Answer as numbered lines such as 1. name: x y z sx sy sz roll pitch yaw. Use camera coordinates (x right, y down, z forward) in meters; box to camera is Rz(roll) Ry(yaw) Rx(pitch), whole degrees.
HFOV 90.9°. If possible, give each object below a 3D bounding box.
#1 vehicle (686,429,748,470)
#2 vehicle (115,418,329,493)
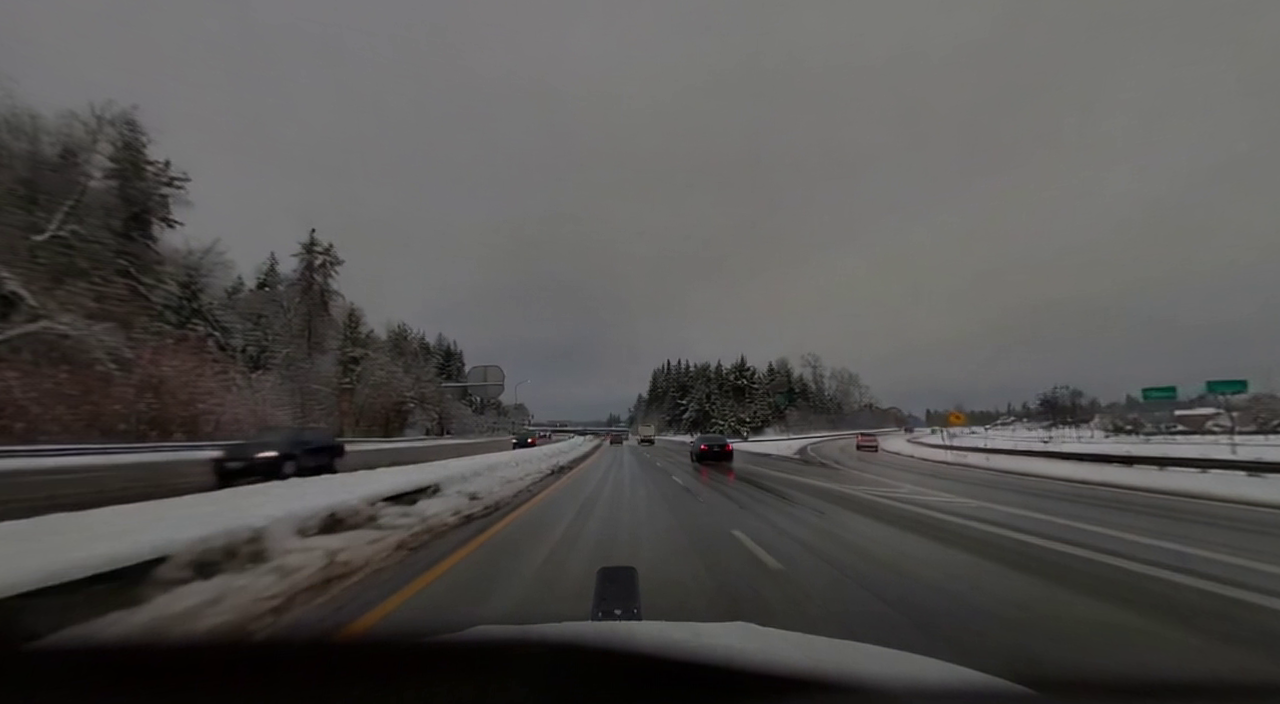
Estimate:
1. vehicle: 3.135 4.050 26.433 1.938 1.578 3.764 0 -8 -3
2. vehicle: -9.127 2.281 14.335 1.972 1.443 4.342 0 -8 -2
